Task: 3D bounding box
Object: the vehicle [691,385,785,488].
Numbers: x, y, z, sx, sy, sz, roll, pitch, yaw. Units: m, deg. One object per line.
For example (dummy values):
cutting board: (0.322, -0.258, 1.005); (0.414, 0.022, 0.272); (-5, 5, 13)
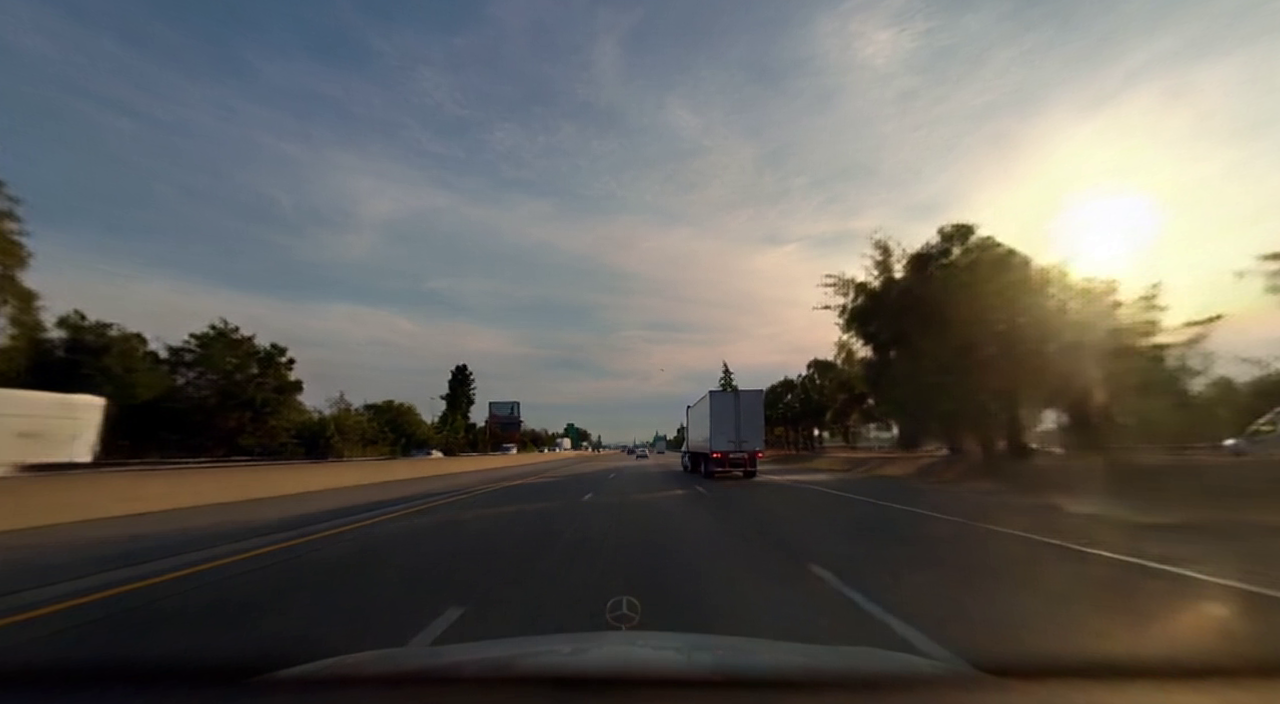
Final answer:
vehicle: (4.608, 4.448, 32.731); (3.058, 4.312, 12.251); (0, -9, 1)
